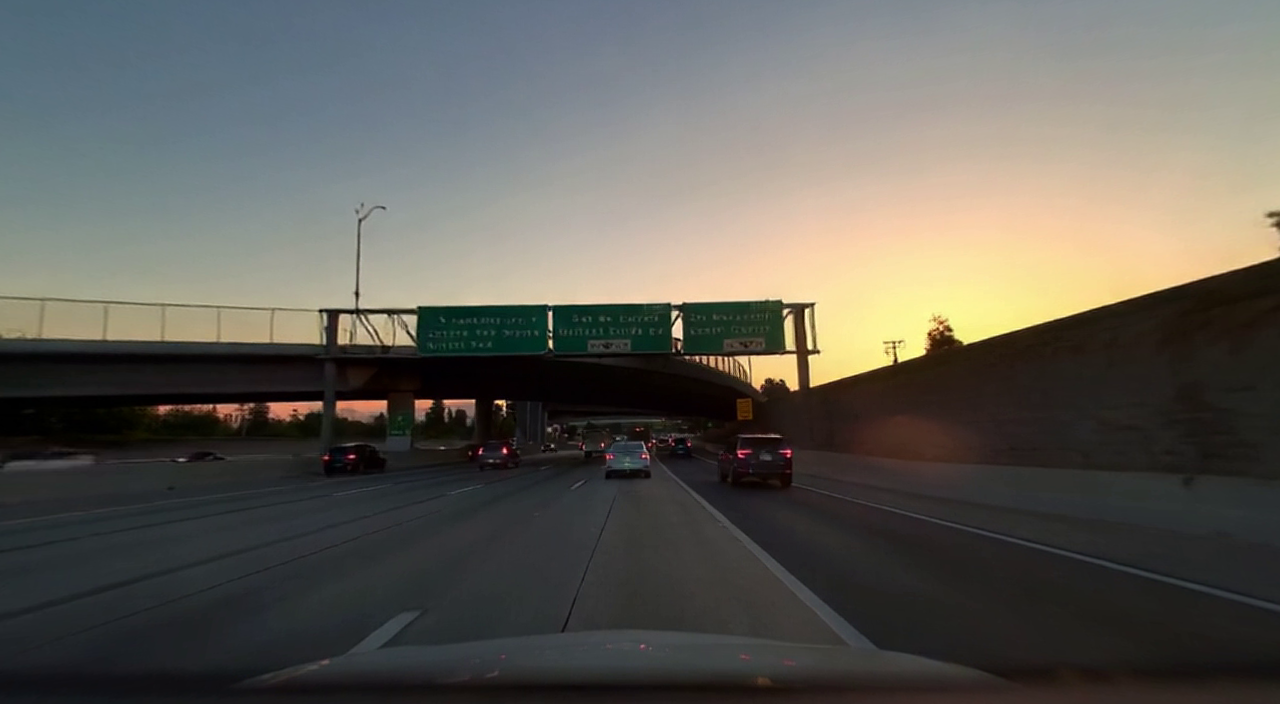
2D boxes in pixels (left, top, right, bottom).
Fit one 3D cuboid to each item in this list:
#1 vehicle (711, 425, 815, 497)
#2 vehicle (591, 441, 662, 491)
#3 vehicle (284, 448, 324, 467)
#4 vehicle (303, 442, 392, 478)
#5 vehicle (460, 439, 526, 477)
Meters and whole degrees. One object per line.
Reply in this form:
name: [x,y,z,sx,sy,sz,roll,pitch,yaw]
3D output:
vehicle: [3.314,3.050,17.973,2.001,1.771,4.250,0,-9,-1]
vehicle: [-0.389,3.638,20.527,2.042,1.446,4.269,0,-9,0]
vehicle: [-26.440,8.308,49.733,1.453,1.354,3.260,-3,-9,-1]
vehicle: [-14.449,5.349,31.559,2.055,1.628,4.898,0,-9,1]
vehicle: [-6.834,4.974,29.837,2.060,1.669,4.242,0,-9,0]
